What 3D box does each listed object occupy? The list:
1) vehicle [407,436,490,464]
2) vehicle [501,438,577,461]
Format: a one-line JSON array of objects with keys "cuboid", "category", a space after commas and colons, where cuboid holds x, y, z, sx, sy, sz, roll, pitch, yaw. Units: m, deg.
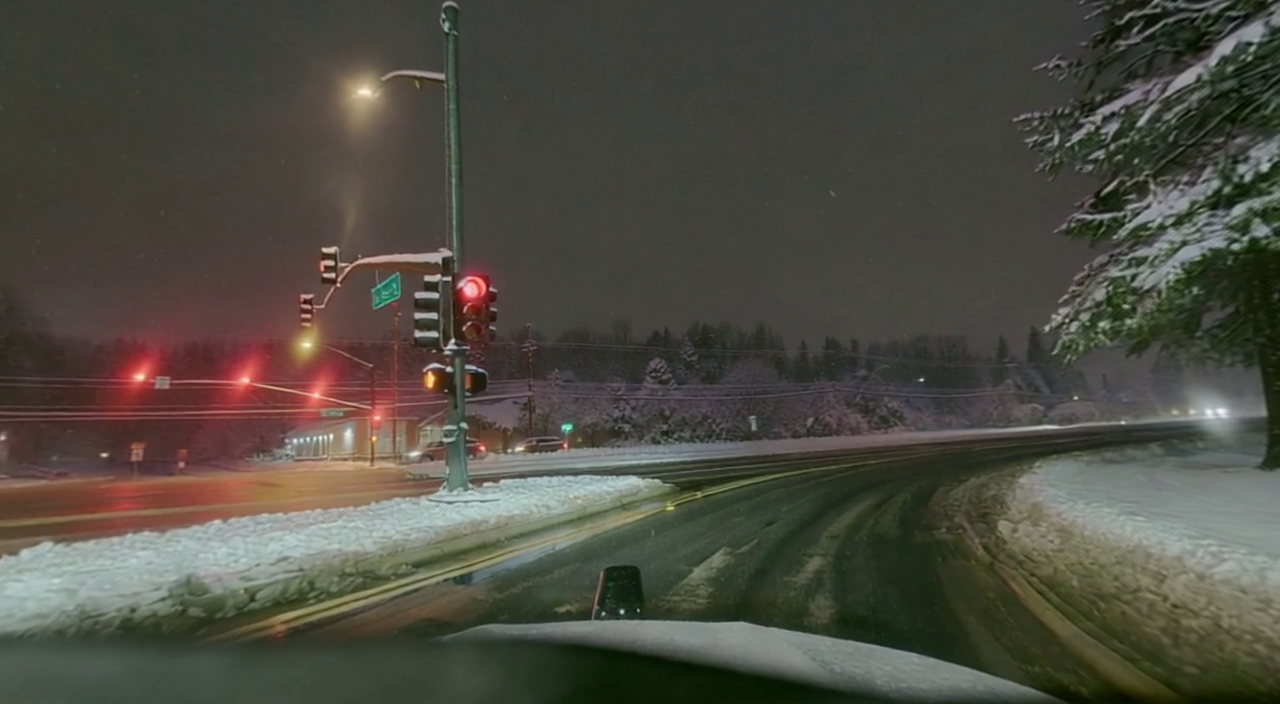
[{"cuboid": [-12.706, 6.502, 41.875, 4.782, 1.776, 2.118, 6, -10, -35], "category": "vehicle"}, {"cuboid": [-6.552, 6.323, 40.901, 4.527, 1.444, 1.811, 6, -10, -36], "category": "vehicle"}]
